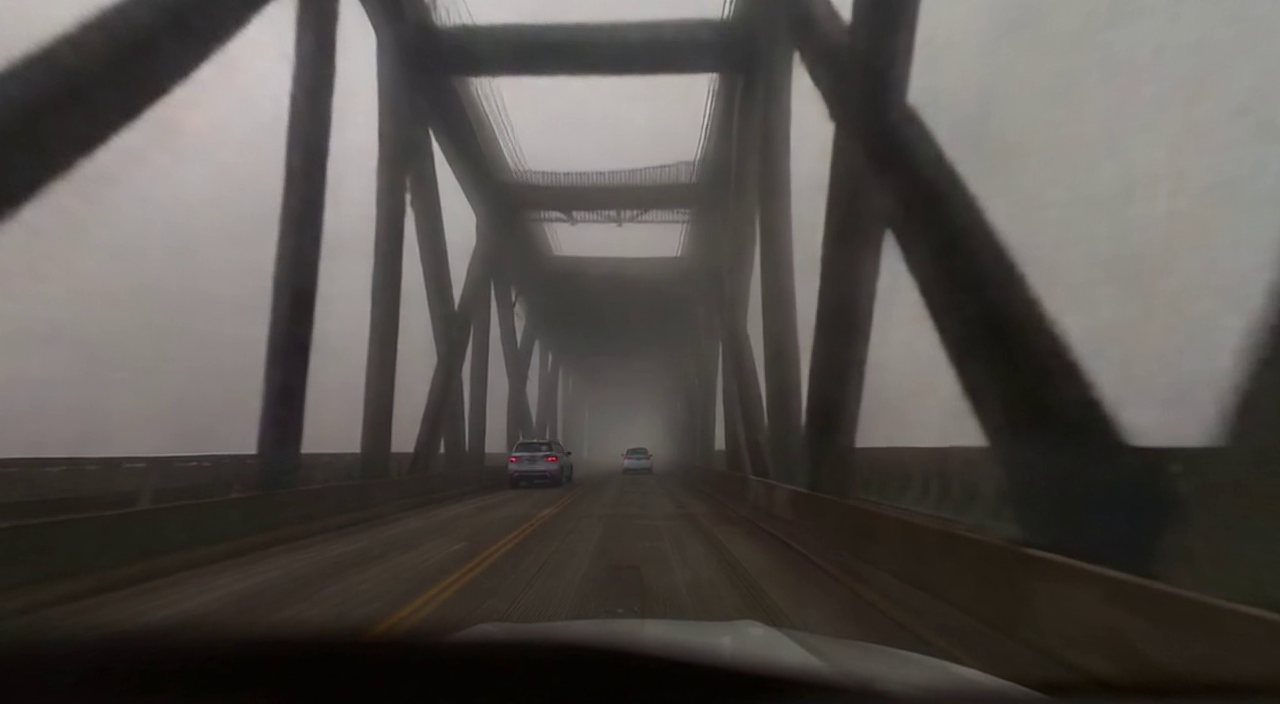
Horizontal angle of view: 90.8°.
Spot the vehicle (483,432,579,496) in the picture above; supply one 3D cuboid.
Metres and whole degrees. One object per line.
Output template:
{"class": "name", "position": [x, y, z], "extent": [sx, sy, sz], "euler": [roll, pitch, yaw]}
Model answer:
{"class": "vehicle", "position": [-3.345, 3.553, 20.442], "extent": [2.190, 1.807, 4.741], "euler": [0, -9, 1]}

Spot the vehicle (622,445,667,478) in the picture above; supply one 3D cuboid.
{"class": "vehicle", "position": [0.210, 5.203, 30.344], "extent": [2.048, 1.450, 3.973], "euler": [0, -9, 0]}
